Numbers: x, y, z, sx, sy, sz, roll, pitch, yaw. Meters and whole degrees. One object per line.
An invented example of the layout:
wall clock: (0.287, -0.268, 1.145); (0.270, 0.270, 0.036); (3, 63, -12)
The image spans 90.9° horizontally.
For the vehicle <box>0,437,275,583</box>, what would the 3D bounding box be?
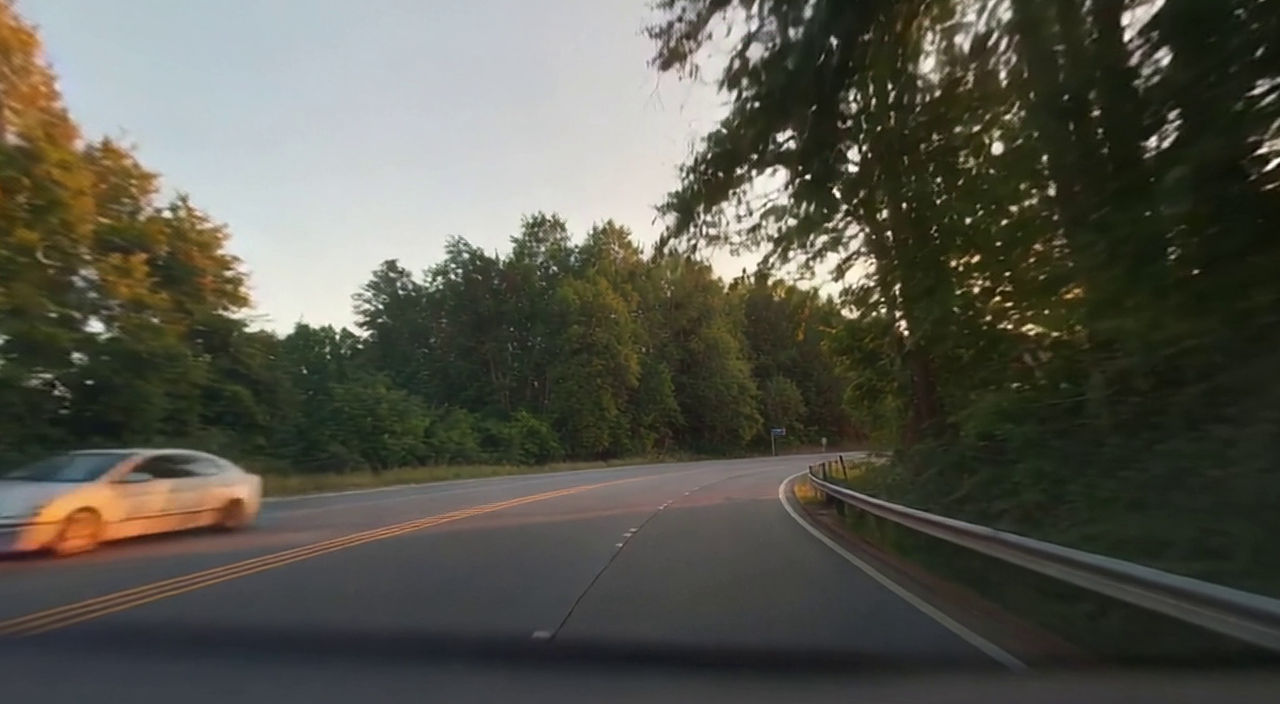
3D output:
vehicle: (-6.852, 1.864, 8.178); (1.811, 1.428, 3.647); (-1, -9, 4)
